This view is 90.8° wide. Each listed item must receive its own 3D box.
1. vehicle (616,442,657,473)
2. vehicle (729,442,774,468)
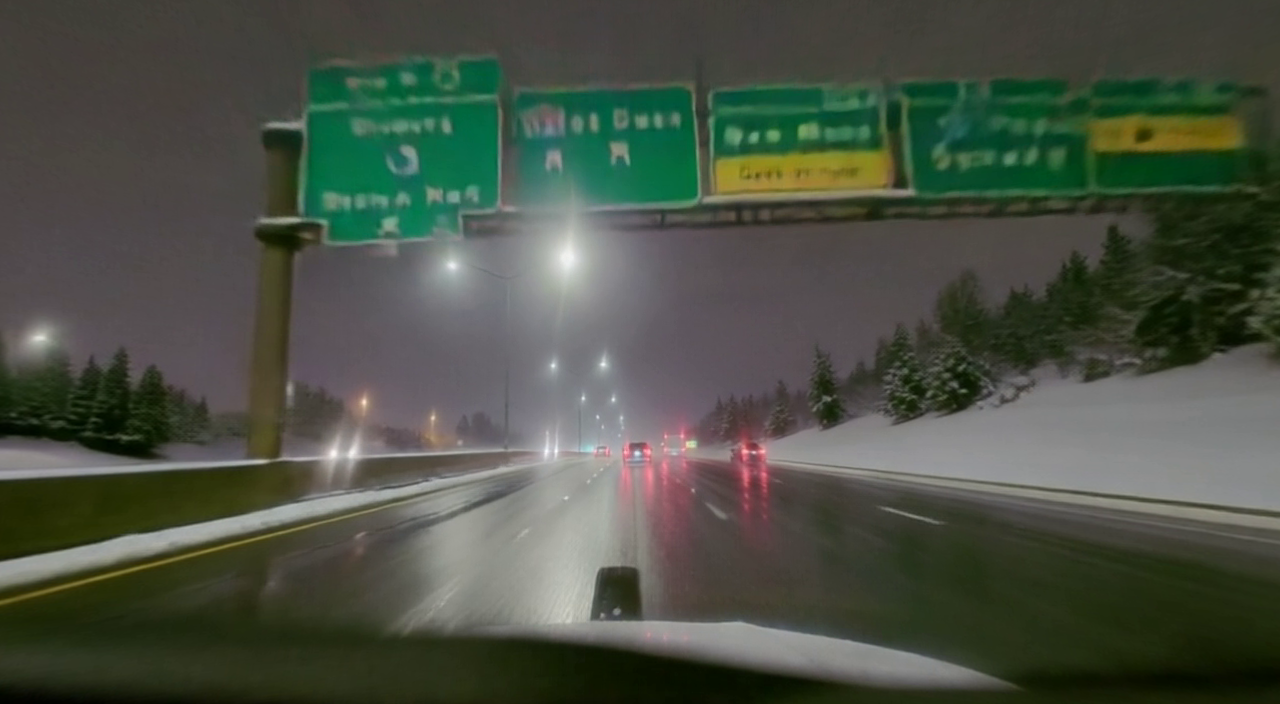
[{"bbox_3d":[-0.214,5.406,32.552,1.985,1.457,4.227,0,-9,-1],"label":"vehicle"},{"bbox_3d":[6.995,6.498,39.948,1.935,1.478,4.433,0,-9,-1],"label":"vehicle"}]
